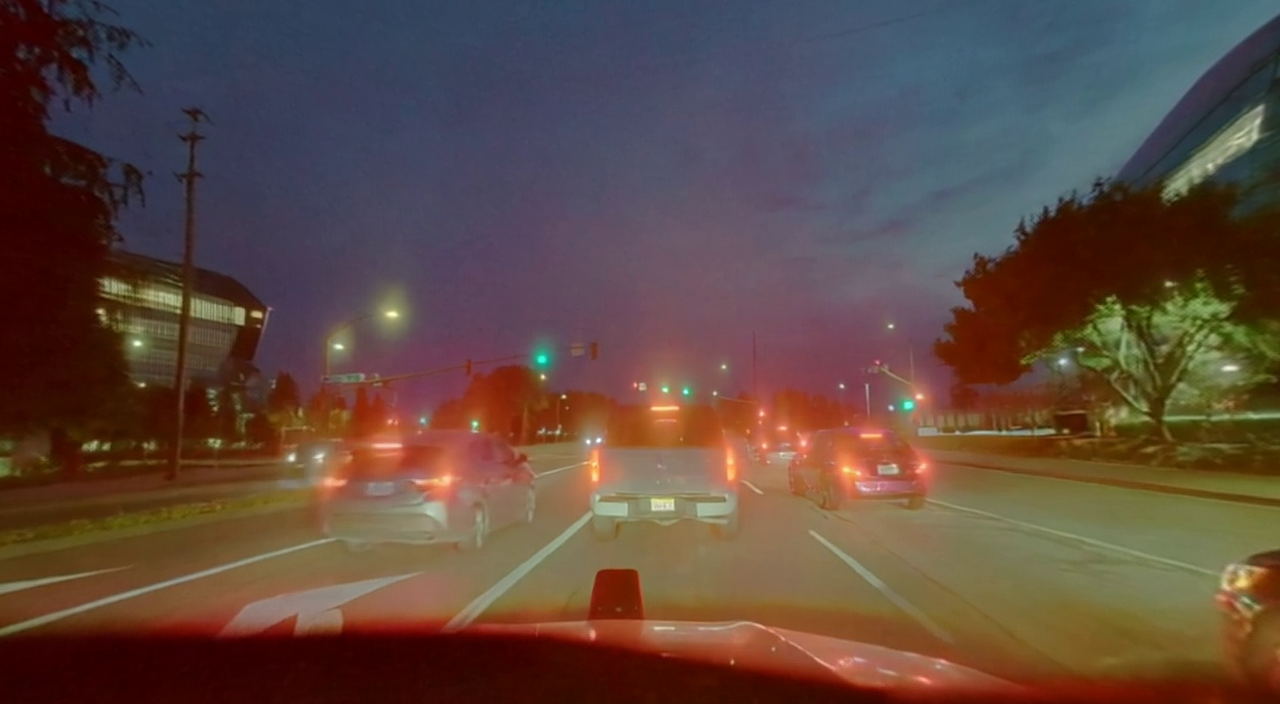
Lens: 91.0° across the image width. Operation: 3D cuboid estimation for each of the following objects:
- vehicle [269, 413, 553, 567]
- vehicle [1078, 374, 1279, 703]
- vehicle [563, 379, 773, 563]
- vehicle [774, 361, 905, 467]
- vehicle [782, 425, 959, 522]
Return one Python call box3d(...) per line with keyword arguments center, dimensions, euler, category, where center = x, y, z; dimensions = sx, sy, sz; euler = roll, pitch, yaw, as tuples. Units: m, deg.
box3d(center=(-2.593, 1.678, 8.415), dimensions=(2.010, 1.515, 4.152), euler=(0, -8, 4), category="vehicle")
box3d(center=(3.288, 0.662, 1.072), dimensions=(2.109, 1.500, 4.585), euler=(-1, -8, 6), category="vehicle")
box3d(center=(0.433, 1.560, 8.884), dimensions=(2.188, 1.892, 4.488), euler=(0, -8, 4), category="vehicle")
box3d(center=(8.283, 2.923, 27.690), dimensions=(2.965, 3.900, 9.064), euler=(0, -8, 1), category="vehicle")
box3d(center=(3.986, 2.158, 11.714), dimensions=(1.862, 1.451, 4.083), euler=(0, -8, 2), category="vehicle")
